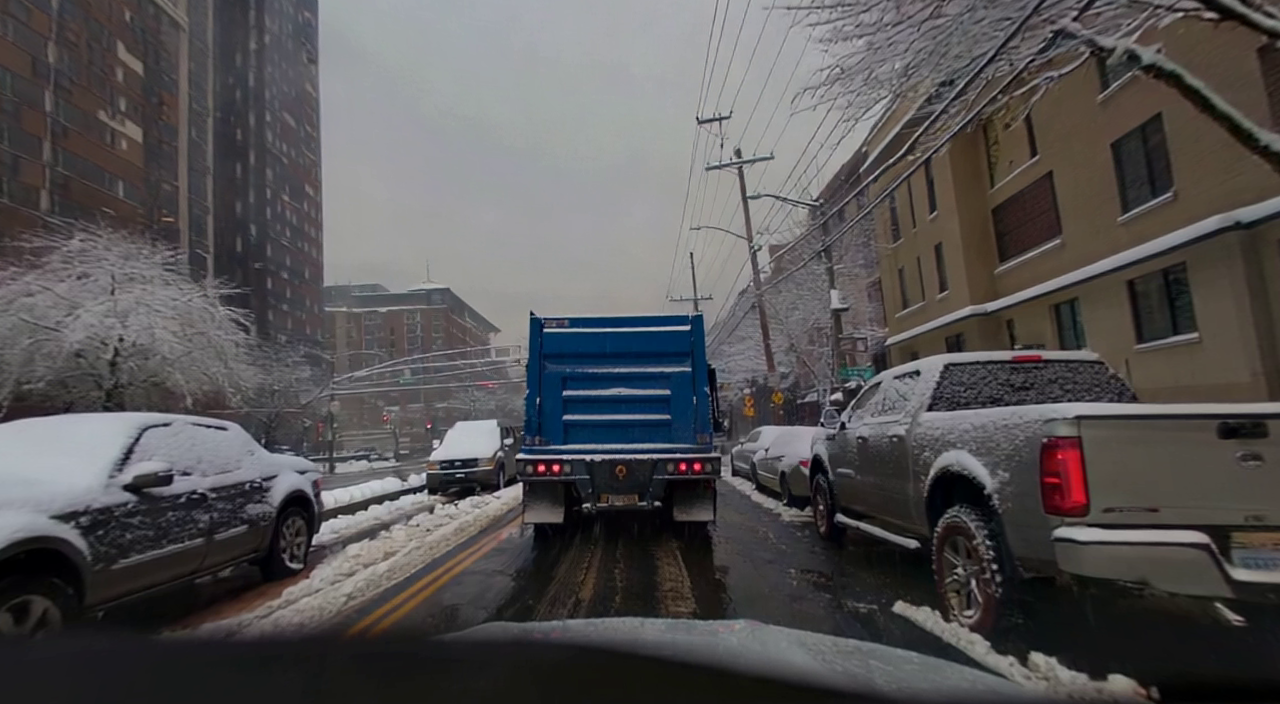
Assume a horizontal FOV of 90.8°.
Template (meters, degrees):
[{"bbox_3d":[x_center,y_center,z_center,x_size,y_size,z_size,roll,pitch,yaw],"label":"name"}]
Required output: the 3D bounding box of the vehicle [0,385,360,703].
[{"bbox_3d":[-4.127,1.231,4.673,1.988,1.657,4.492,0,-8,1],"label":"vehicle"}]

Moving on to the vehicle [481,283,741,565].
[{"bbox_3d":[-0.268,1.376,11.311,2.878,3.204,8.244,0,-8,1],"label":"vehicle"}]

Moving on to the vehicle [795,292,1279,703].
[{"bbox_3d":[3.242,1.100,5.815,2.242,1.979,5.722,0,-8,1],"label":"vehicle"}]

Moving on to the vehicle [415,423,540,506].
[{"bbox_3d":[-3.837,2.725,15.701,1.955,1.779,4.116,0,-8,1],"label":"vehicle"}]
